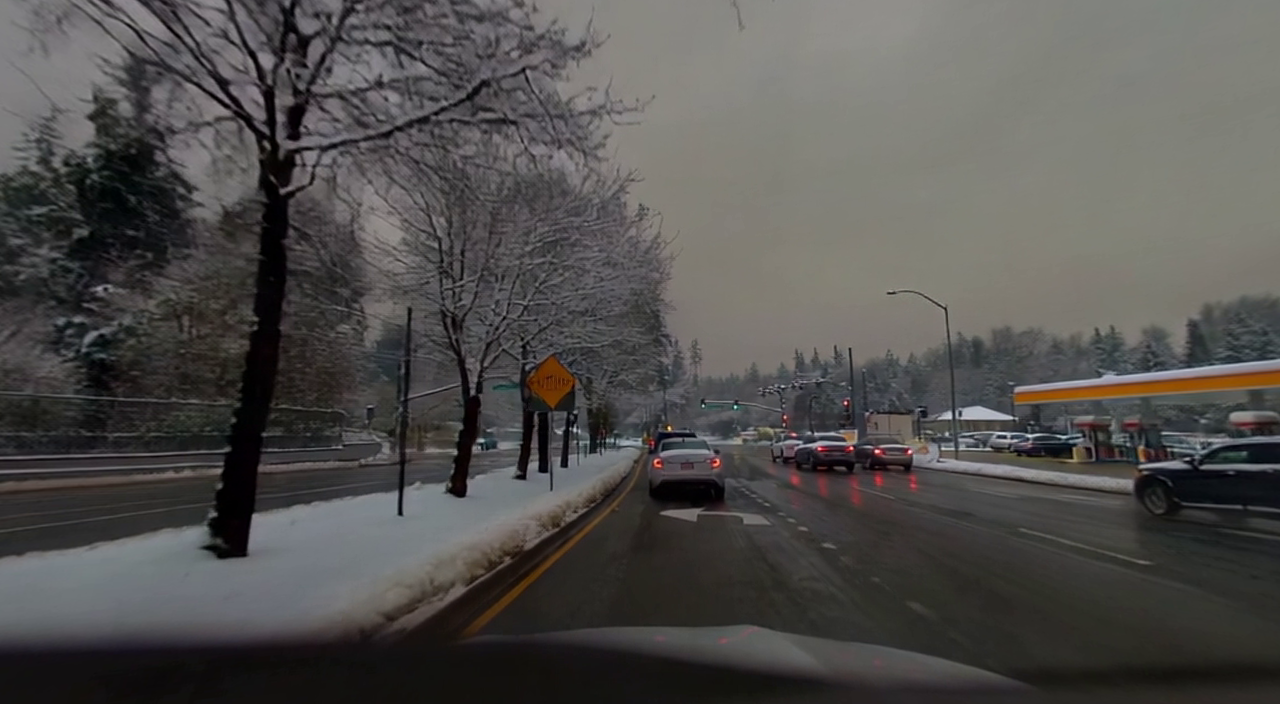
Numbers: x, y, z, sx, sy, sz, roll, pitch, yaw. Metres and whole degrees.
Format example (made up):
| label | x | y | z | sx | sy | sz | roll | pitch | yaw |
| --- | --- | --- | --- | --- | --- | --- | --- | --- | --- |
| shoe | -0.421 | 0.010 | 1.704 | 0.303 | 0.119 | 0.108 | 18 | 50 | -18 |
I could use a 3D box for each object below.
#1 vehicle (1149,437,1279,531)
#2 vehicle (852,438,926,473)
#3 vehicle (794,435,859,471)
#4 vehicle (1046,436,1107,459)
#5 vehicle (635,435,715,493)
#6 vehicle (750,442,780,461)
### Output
| label | x | y | z | sx | sy | sz | roll | pitch | yaw |
| --- | --- | --- | --- | --- | --- | --- | --- | --- | --- |
| vehicle | 11.051 | 2.120 | 10.225 | 1.880 | 1.472 | 4.694 | -1 | -9 | 3 |
| vehicle | 12.142 | 5.097 | 31.109 | 1.976 | 1.584 | 4.516 | 0 | -9 | 3 |
| vehicle | 9.446 | 5.170 | 32.340 | 1.991 | 1.695 | 4.357 | 0 | -9 | 0 |
| vehicle | 31.318 | 6.890 | 45.329 | 1.914 | 1.563 | 3.672 | -1 | -9 | 5 |
| vehicle | 0.973 | 3.189 | 18.234 | 2.032 | 1.461 | 4.173 | 0 | -9 | 2 |
| vehicle | 9.726 | 7.758 | 49.329 | 1.716 | 1.400 | 3.921 | 0 | -9 | 2 |
